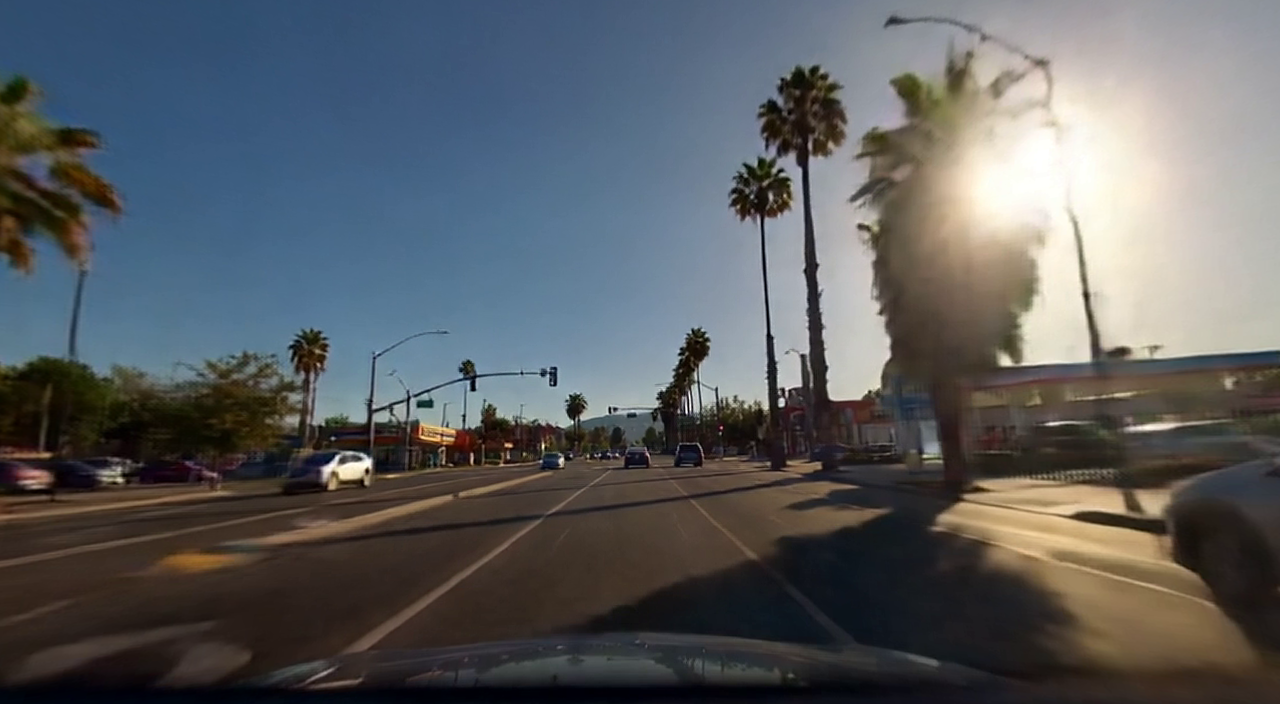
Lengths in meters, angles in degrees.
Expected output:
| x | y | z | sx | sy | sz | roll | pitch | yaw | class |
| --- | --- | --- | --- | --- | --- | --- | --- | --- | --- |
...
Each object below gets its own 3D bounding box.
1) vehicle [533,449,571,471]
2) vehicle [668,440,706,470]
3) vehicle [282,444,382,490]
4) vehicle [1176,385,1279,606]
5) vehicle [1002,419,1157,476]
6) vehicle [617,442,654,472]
| x | y | z | sx | sy | sz | roll | pitch | yaw | class |
| --- | --- | --- | --- | --- | --- | --- | --- | --- | --- |
| -6.204 | 7.680 | 45.191 | 1.979 | 1.480 | 4.553 | 0 | -9 | 1 | vehicle |
| 3.160 | 7.099 | 43.804 | 2.190 | 1.913 | 5.174 | 0 | -9 | -1 | vehicle |
| -13.311 | 4.974 | 27.724 | 2.111 | 1.791 | 4.542 | 0 | -9 | 0 | vehicle |
| 6.360 | 0.951 | 3.692 | 2.066 | 1.807 | 4.893 | 0 | -9 | -1 | vehicle |
| 15.895 | 3.503 | 23.304 | 2.144 | 1.816 | 4.688 | -1 | -8 | -2 | vehicle |
| -0.271 | 6.637 | 40.174 | 2.177 | 1.754 | 3.815 | 0 | -9 | 0 | vehicle |
